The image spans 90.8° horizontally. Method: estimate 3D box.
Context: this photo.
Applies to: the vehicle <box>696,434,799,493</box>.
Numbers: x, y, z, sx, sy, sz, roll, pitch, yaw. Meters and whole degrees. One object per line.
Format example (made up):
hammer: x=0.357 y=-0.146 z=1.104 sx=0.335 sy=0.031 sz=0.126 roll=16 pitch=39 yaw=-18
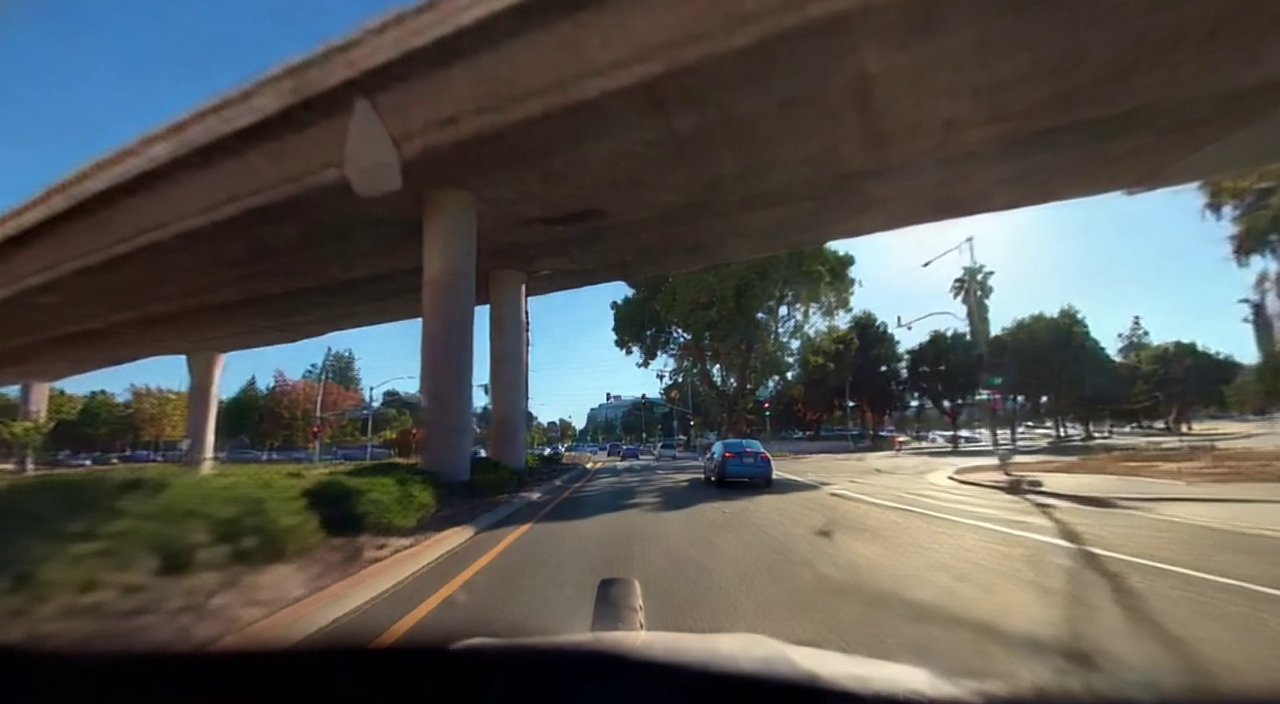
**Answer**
vehicle: x=2.977 y=3.213 z=18.535 sx=2.062 sy=1.484 sz=4.332 roll=0 pitch=-8 yaw=-2
